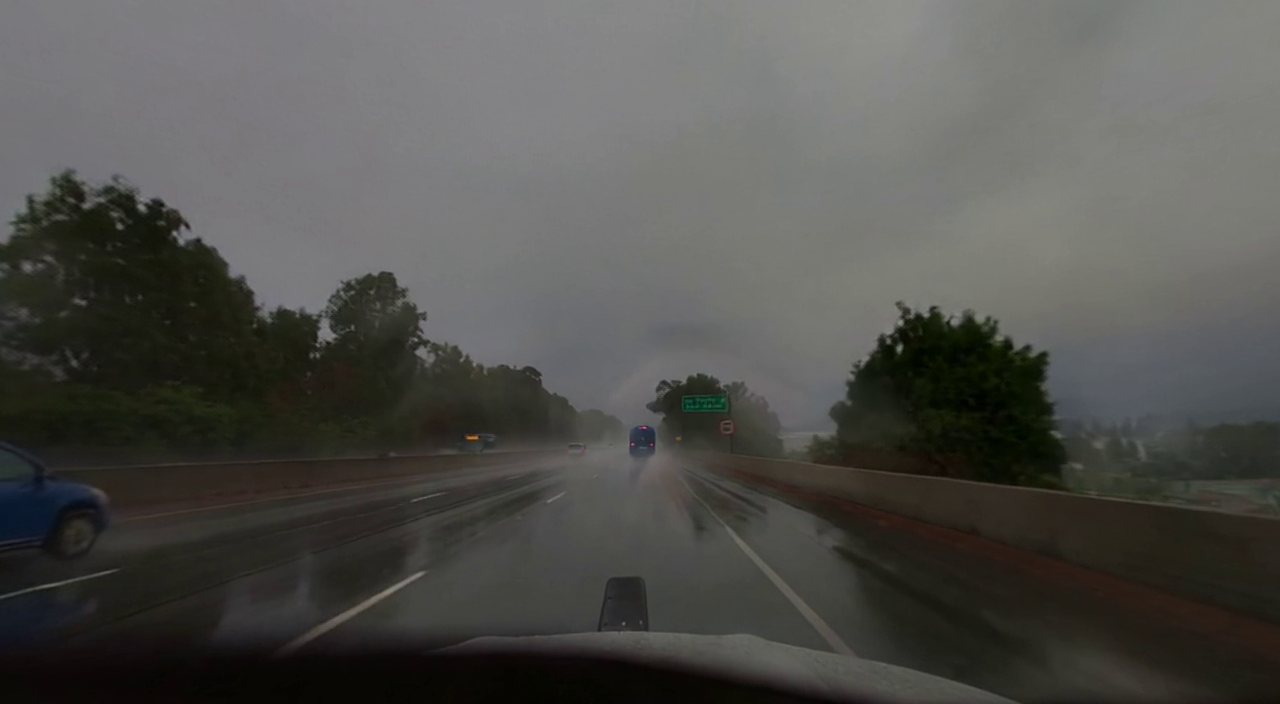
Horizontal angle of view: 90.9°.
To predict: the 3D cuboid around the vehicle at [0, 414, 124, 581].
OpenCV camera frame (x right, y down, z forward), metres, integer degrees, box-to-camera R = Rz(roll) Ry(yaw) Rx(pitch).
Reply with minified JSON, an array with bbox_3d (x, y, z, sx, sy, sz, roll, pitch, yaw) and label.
[{"bbox_3d":[-7.547,1.350,5.503,2.080,1.674,4.660,0,-8,1],"label":"vehicle"}]
